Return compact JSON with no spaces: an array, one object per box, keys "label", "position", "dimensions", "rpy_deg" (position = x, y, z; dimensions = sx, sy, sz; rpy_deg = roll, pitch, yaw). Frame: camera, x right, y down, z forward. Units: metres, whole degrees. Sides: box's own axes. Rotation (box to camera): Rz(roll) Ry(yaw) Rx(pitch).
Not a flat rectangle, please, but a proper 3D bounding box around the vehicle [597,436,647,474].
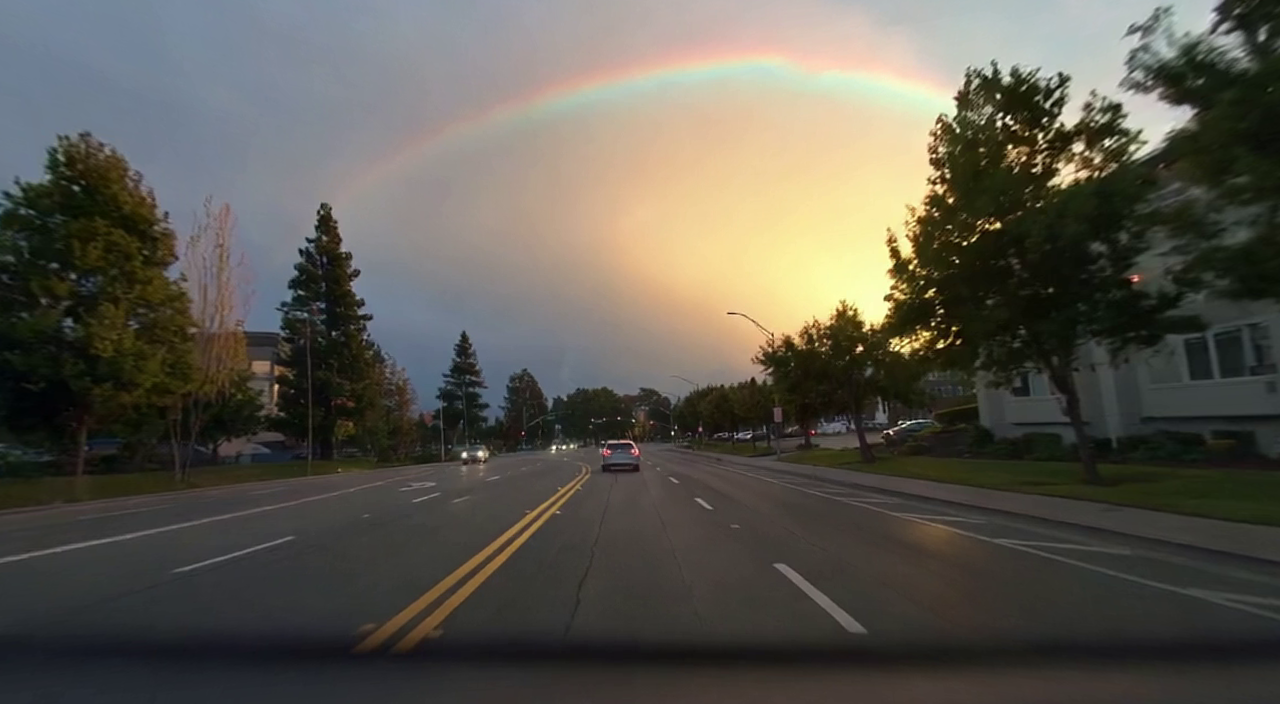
[{"label":"vehicle","position":[-0.875,4.846,29.985],"dimensions":[2.181,1.639,4.127],"rpy_deg":[0,-9,-2]}]
